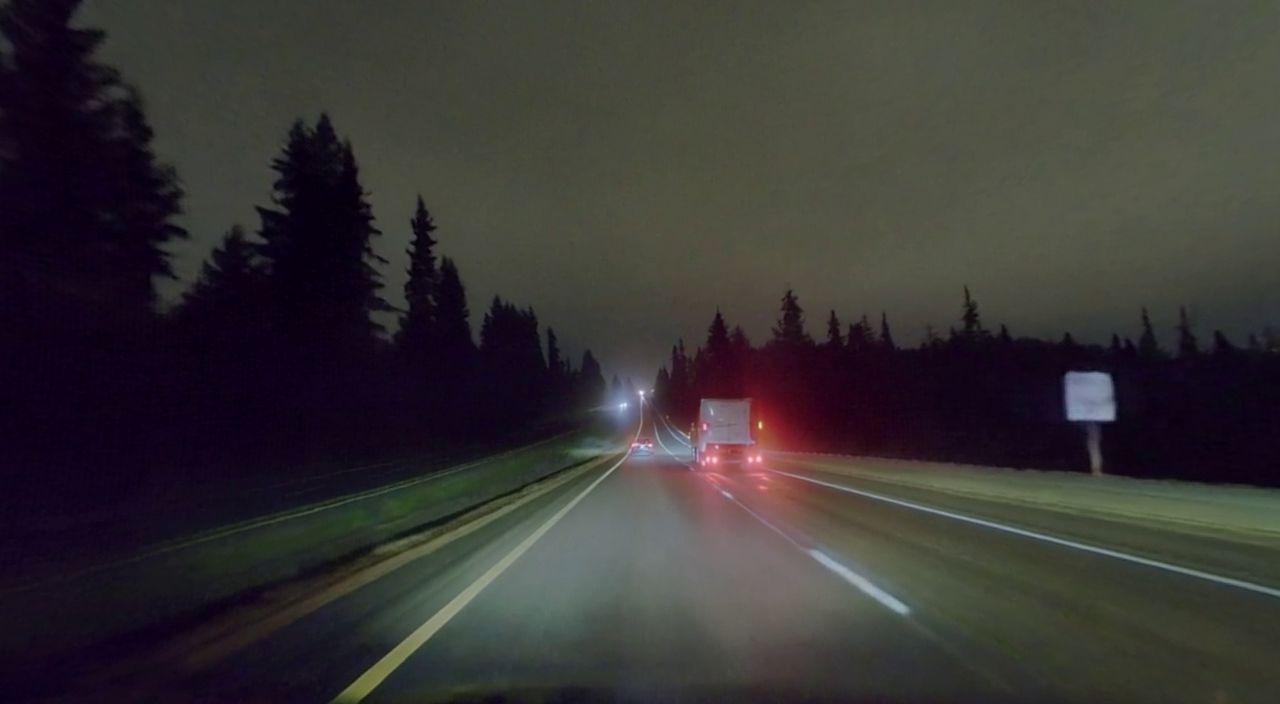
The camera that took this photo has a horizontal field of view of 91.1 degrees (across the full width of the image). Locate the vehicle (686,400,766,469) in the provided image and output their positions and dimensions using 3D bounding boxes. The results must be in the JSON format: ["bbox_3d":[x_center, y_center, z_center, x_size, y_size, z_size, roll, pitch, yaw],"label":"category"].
[{"bbox_3d":[4.337,4.473,33.555,3.015,3.211,7.982,0,-8,-1],"label":"vehicle"}]

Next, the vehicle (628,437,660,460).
[{"bbox_3d":[0.291,6.781,44.235,2.170,1.544,4.373,0,-8,0],"label":"vehicle"}]
